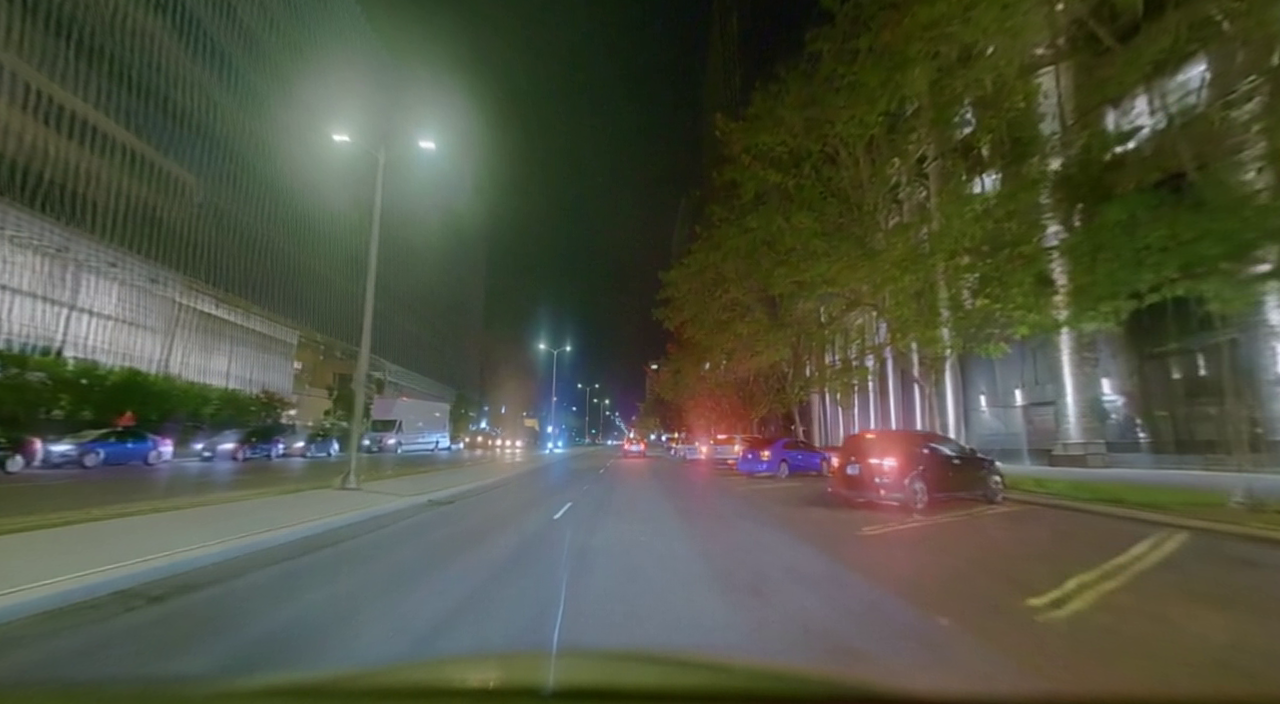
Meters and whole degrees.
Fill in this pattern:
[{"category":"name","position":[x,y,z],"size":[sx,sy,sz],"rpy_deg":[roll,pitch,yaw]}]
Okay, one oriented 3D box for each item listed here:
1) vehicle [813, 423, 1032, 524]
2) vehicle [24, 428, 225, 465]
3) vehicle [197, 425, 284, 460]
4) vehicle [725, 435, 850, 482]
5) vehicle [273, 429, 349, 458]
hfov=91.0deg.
[{"category":"vehicle","position":[5.116,2.075,11.306],"size":[3.765,1.497,1.831],"rpy_deg":[5,-10,-35]},{"category":"vehicle","position":[-19.048,3.559,23.867],"size":[2.389,1.206,6.247],"rpy_deg":[-1,-8,1]},{"category":"vehicle","position":[-19.037,4.328,30.166],"size":[1.792,1.554,3.682],"rpy_deg":[0,-8,-1]},{"category":"vehicle","position":[5.036,3.538,21.301],"size":[4.275,1.428,1.774],"rpy_deg":[6,-10,-37]},{"category":"vehicle","position":[-18.762,5.240,36.165],"size":[1.909,1.518,4.459],"rpy_deg":[-1,-8,1]}]
